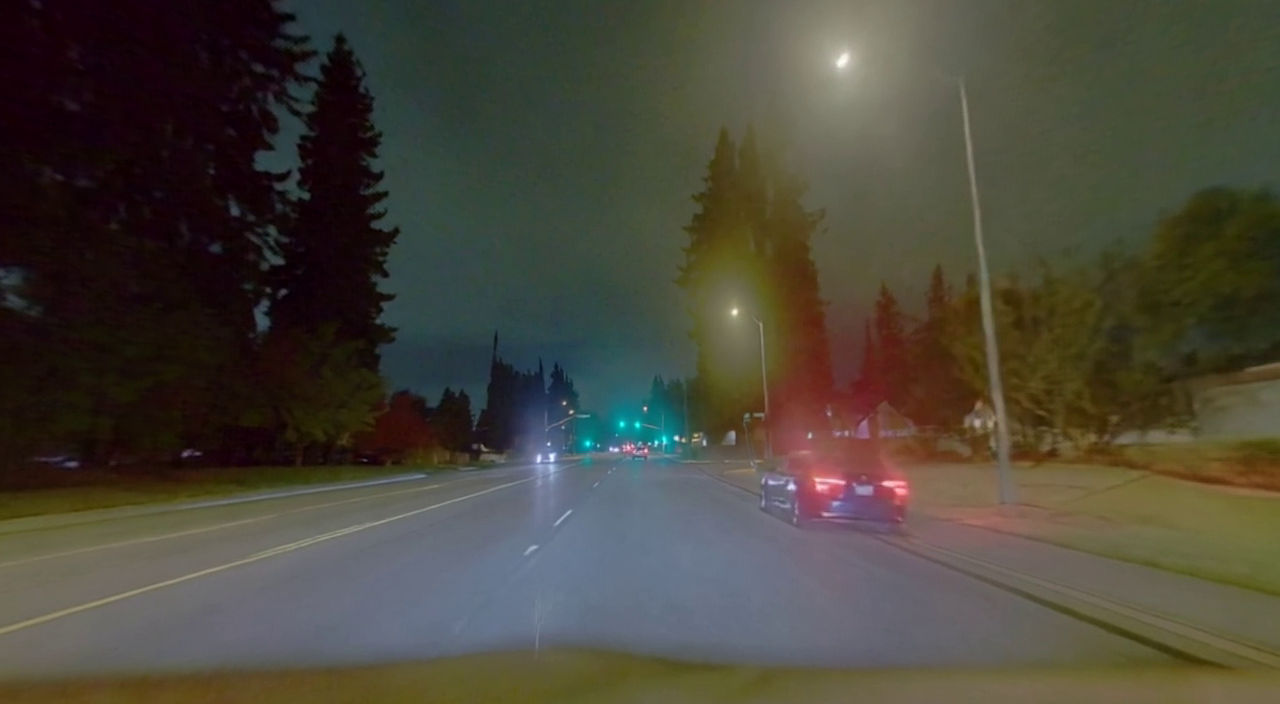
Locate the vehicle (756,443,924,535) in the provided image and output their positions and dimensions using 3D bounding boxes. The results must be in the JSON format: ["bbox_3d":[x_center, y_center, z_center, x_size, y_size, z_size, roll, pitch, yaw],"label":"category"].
[{"bbox_3d":[3.704,2.596,12.630,1.942,1.502,4.244,0,-9,0],"label":"vehicle"}]
